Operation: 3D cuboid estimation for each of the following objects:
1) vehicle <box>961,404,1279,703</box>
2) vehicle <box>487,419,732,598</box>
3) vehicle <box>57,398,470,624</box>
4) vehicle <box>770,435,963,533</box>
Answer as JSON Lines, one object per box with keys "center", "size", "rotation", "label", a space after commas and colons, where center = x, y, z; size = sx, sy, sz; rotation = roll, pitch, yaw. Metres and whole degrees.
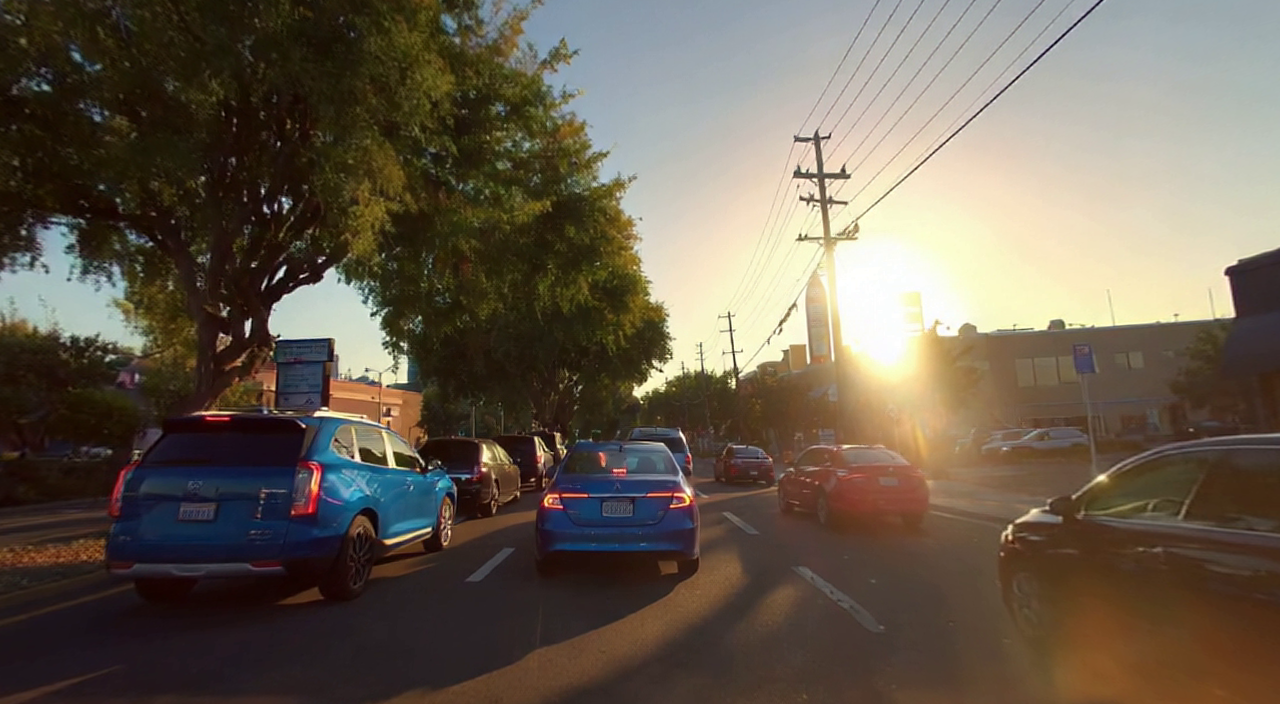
{"center": [3.632, 1.002, 2.882], "size": [1.929, 1.479, 4.723], "rotation": [0, -9, 1], "label": "vehicle"}
{"center": [-0.316, 1.632, 7.397], "size": [2.097, 1.511, 3.809], "rotation": [0, -9, -2], "label": "vehicle"}
{"center": [-3.436, 1.525, 6.998], "size": [1.979, 1.697, 4.254], "rotation": [0, -9, -1], "label": "vehicle"}
{"center": [3.919, 2.347, 11.867], "size": [1.909, 1.473, 4.361], "rotation": [0, -9, -1], "label": "vehicle"}
